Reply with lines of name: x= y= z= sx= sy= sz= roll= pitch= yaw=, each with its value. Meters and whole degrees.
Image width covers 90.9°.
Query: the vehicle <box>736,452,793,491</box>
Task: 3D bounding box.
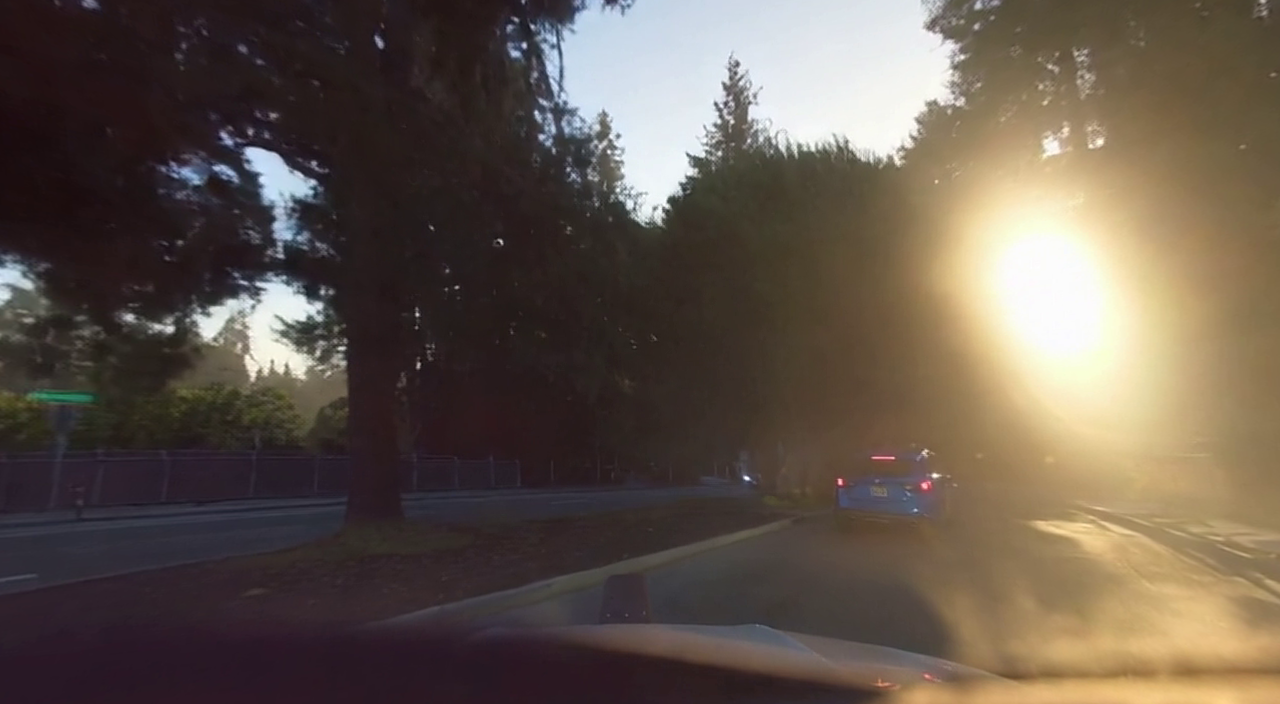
vehicle: x=7.139 y=6.670 z=35.688 sx=2.150 sy=1.927 sz=5.209 roll=-4 pitch=-9 yaw=22

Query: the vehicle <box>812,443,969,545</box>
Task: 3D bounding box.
vehicle: x=4.921 y=2.515 z=12.002 sx=2.148 sy=1.521 sz=4.089 roll=-5 pitch=-9 yaw=29
